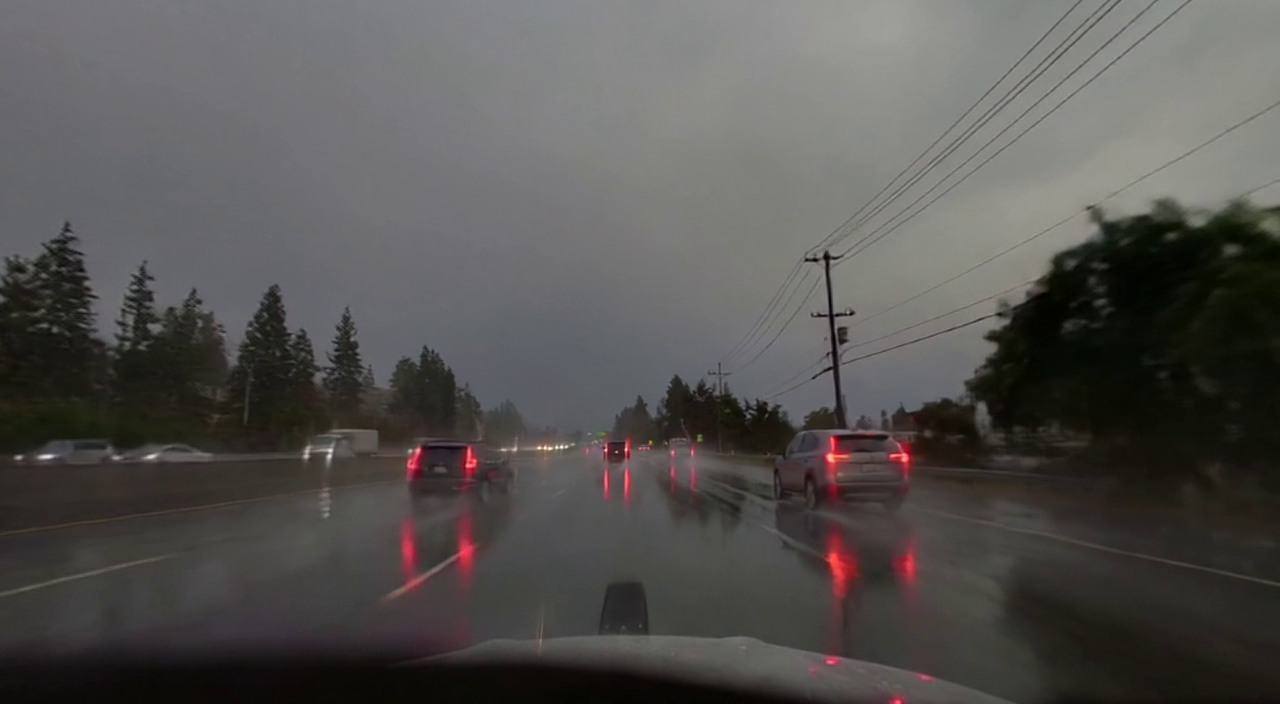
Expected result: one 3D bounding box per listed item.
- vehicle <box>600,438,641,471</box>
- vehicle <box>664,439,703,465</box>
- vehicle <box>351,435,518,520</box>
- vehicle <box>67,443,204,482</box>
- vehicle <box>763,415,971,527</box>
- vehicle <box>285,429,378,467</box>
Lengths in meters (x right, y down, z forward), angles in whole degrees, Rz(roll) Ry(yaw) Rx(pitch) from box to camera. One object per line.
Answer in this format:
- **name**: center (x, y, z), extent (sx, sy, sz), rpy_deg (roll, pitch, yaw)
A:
- **vehicle**: center (-1.132, 5.844, 36.241), extent (2.192, 1.769, 4.287), rpy_deg (0, -8, -2)
- **vehicle**: center (2.954, 6.955, 43.981), extent (2.099, 1.720, 4.829), rpy_deg (0, -8, -4)
- **vehicle**: center (-4.386, 2.762, 14.559), extent (2.091, 1.562, 5.220), rpy_deg (0, -8, 0)
- **vehicle**: center (-20.532, 4.497, 25.990), extent (1.914, 1.447, 4.553), rpy_deg (0, -8, -1)
- **vehicle**: center (4.040, 2.221, 12.320), extent (2.102, 1.723, 4.745), rpy_deg (0, -8, -3)
- **vehicle**: center (-16.945, 5.328, 35.104), extent (2.305, 1.901, 5.934), rpy_deg (0, -8, -2)
